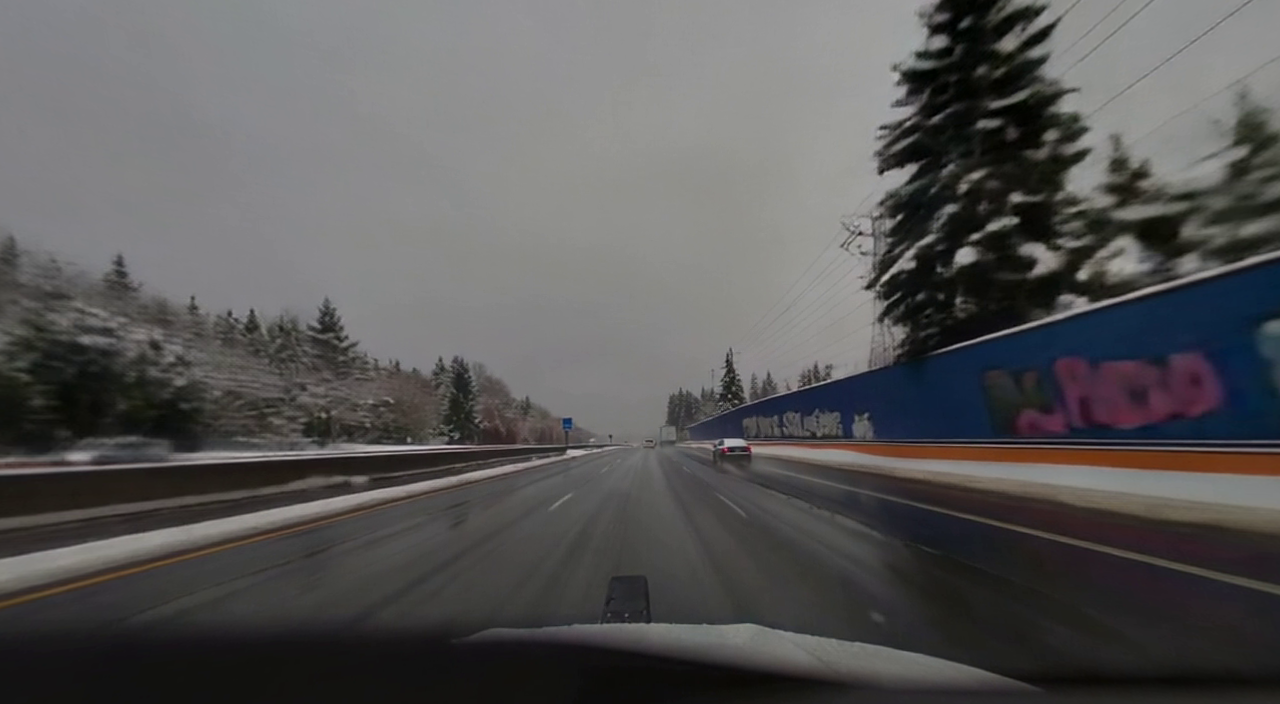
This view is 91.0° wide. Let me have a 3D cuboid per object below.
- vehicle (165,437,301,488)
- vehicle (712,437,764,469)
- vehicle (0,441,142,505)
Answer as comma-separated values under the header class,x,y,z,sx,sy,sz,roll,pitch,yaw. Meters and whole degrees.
class,x,y,z,sx,sy,sz,roll,pitch,yaw
vehicle,-14.160,3.852,22.219,1.909,1.603,4.199,0,-8,1
vehicle,4.900,5.100,32.044,1.991,1.494,3.951,0,-8,-1
vehicle,-19.120,3.824,20.472,2.011,1.816,4.516,0,-8,1
